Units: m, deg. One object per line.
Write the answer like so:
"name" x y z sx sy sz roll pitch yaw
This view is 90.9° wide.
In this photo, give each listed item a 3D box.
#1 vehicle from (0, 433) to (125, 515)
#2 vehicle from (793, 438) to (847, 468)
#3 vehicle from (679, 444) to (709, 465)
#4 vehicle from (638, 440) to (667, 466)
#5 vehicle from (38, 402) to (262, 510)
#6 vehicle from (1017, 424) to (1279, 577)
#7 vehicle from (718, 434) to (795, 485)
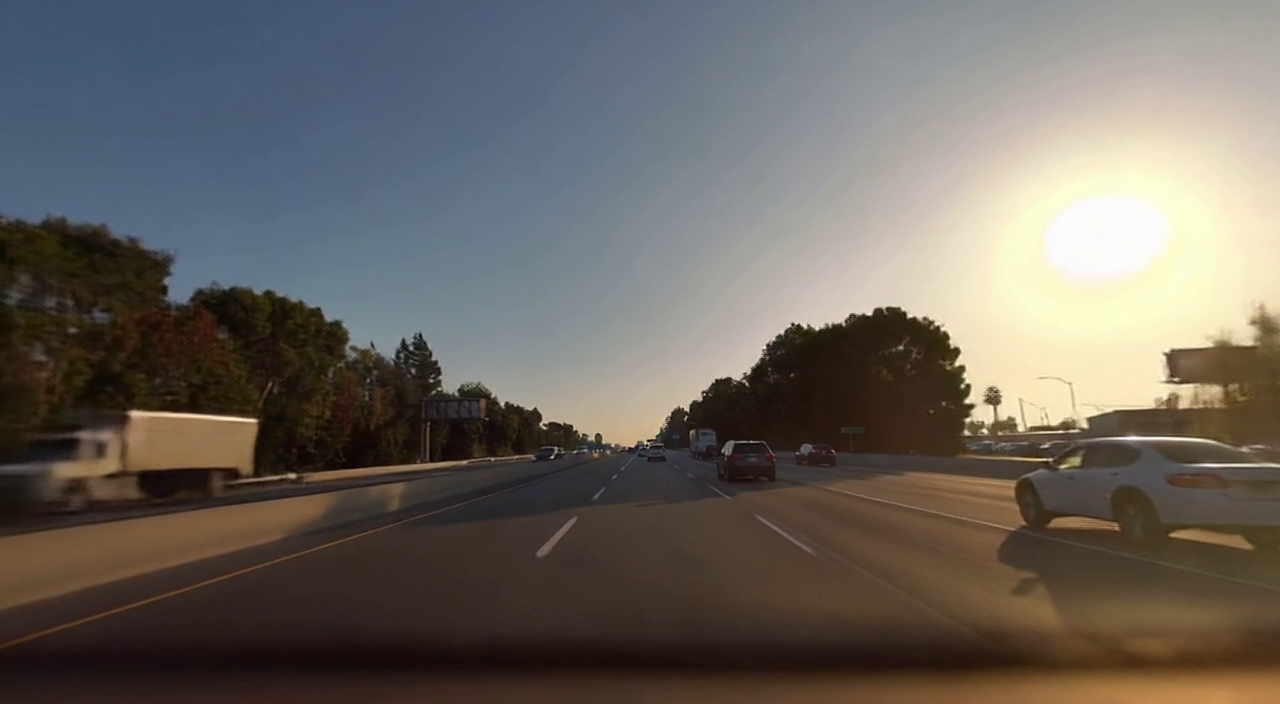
"vehicle" -20.994 4.266 22.502 2.555 2.672 2.949 -1 -8 1
"vehicle" 11.361 6.409 40.192 2.028 1.801 4.503 0 -8 -1
"vehicle" 4.227 8.061 49.647 1.902 1.532 4.181 0 -8 -1
"vehicle" 0.899 7.643 47.815 2.145 1.832 4.004 0 -8 0
"vehicle" -20.930 4.497 27.961 2.949 3.979 8.564 0 -8 0
"vehicle" 7.460 1.837 8.723 1.807 1.558 4.352 0 -8 0
"vehicle" 4.529 4.233 25.220 2.075 1.845 4.667 0 -8 -1
